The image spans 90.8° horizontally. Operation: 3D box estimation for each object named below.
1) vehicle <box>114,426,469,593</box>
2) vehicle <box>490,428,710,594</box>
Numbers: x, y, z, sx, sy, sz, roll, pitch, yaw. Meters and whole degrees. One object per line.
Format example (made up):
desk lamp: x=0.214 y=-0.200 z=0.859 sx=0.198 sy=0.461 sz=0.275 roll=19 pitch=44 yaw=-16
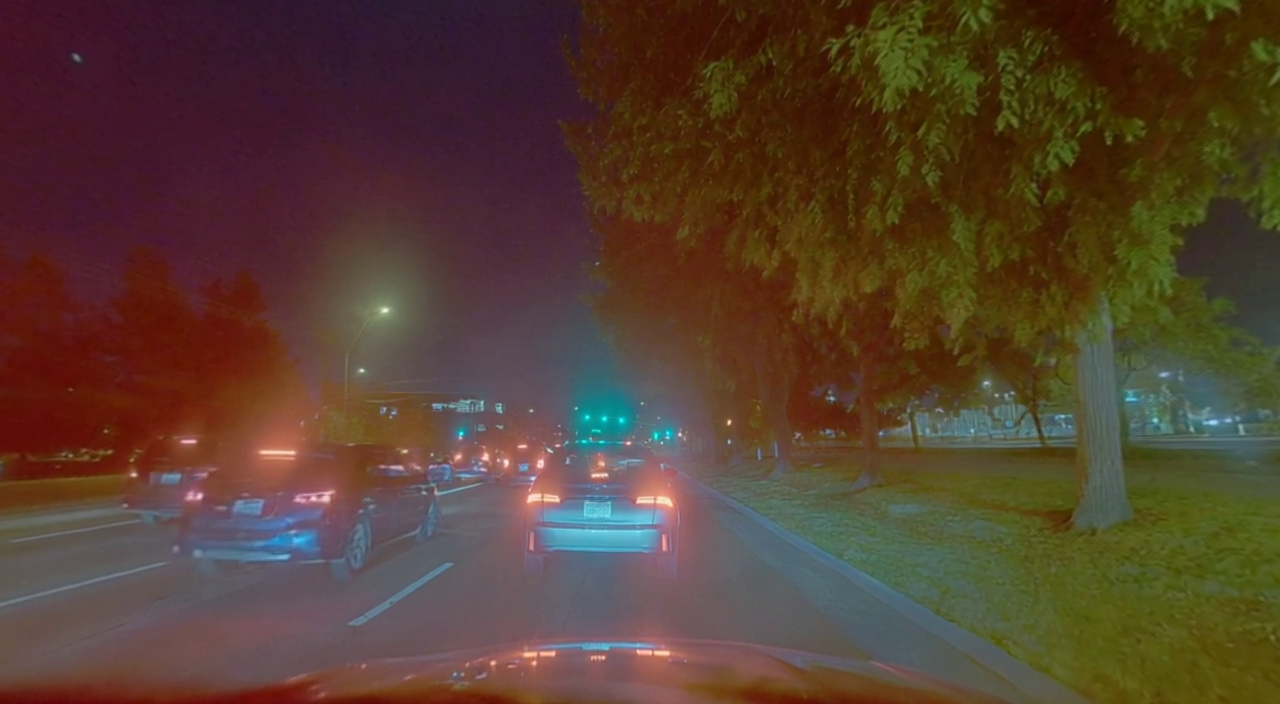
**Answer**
vehicle: x=-3.853 y=1.796 z=8.175 sx=1.913 sy=1.521 sz=4.539 roll=0 pitch=-9 yaw=1
vehicle: x=-0.388 y=1.799 z=8.000 sx=2.066 sy=1.544 sz=3.954 roll=0 pitch=-9 yaw=0
